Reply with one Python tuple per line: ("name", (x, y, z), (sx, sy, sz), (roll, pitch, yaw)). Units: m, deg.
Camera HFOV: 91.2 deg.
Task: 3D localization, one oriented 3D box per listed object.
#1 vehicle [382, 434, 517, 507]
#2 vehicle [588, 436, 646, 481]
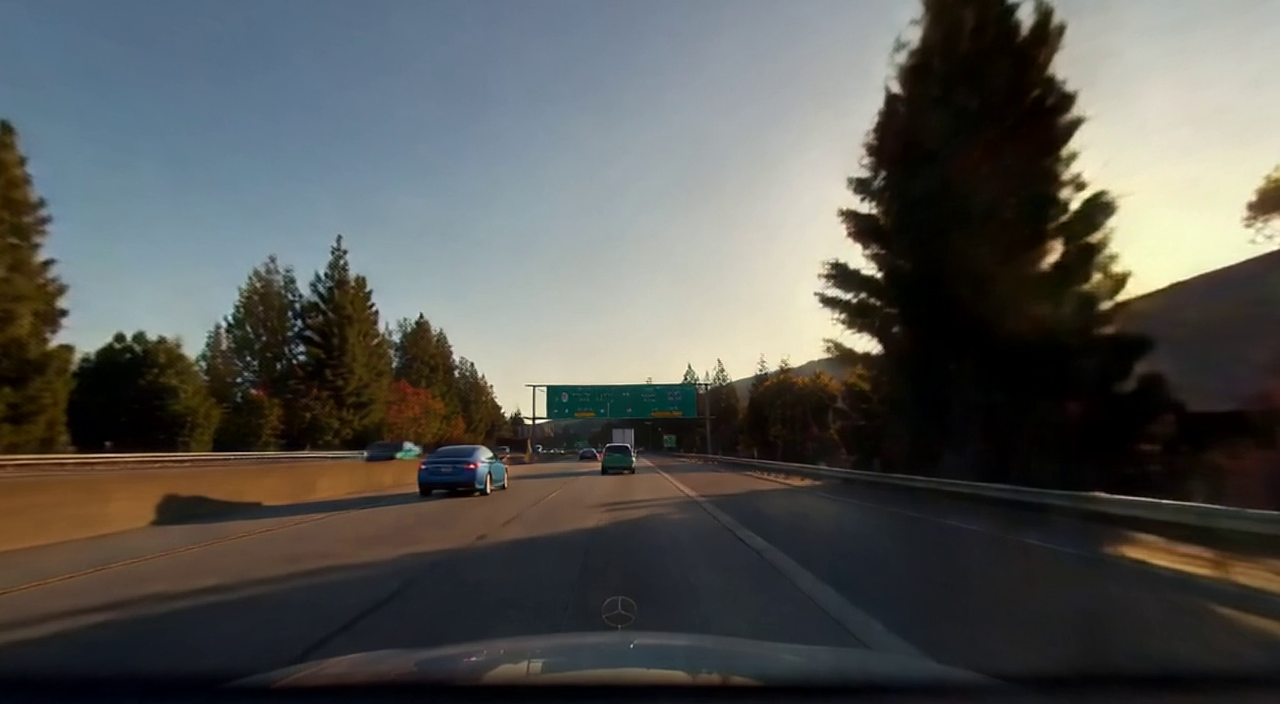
("vehicle", (-4.776, 3.042, 16.549), (2.103, 1.588, 4.709), (-1, -9, 0))
("vehicle", (-0.939, 4.394, 26.050), (2.220, 1.711, 4.056), (0, -9, -1))
